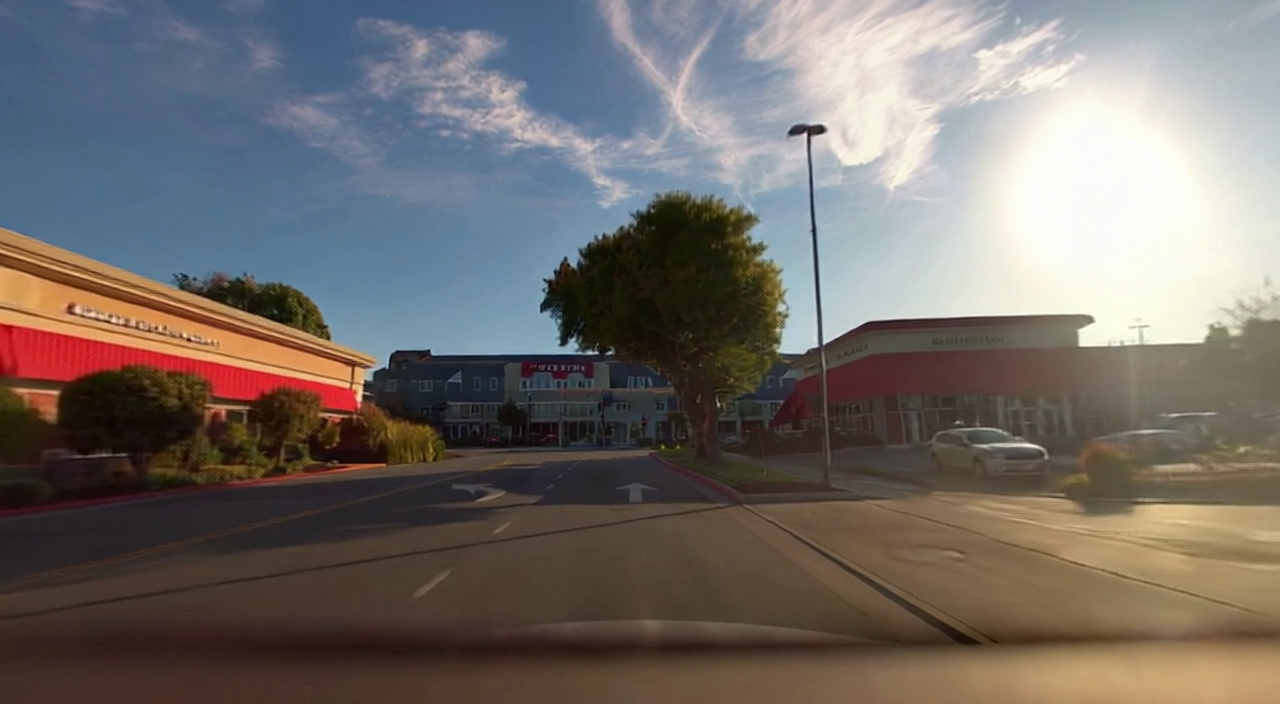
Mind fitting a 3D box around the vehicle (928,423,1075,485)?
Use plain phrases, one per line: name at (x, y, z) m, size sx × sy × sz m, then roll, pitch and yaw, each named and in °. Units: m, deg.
vehicle at (9.833, 2.773, 17.486) m, size 1.769 × 1.516 × 3.520 m, roll 1°, pitch -8°, yaw -4°
